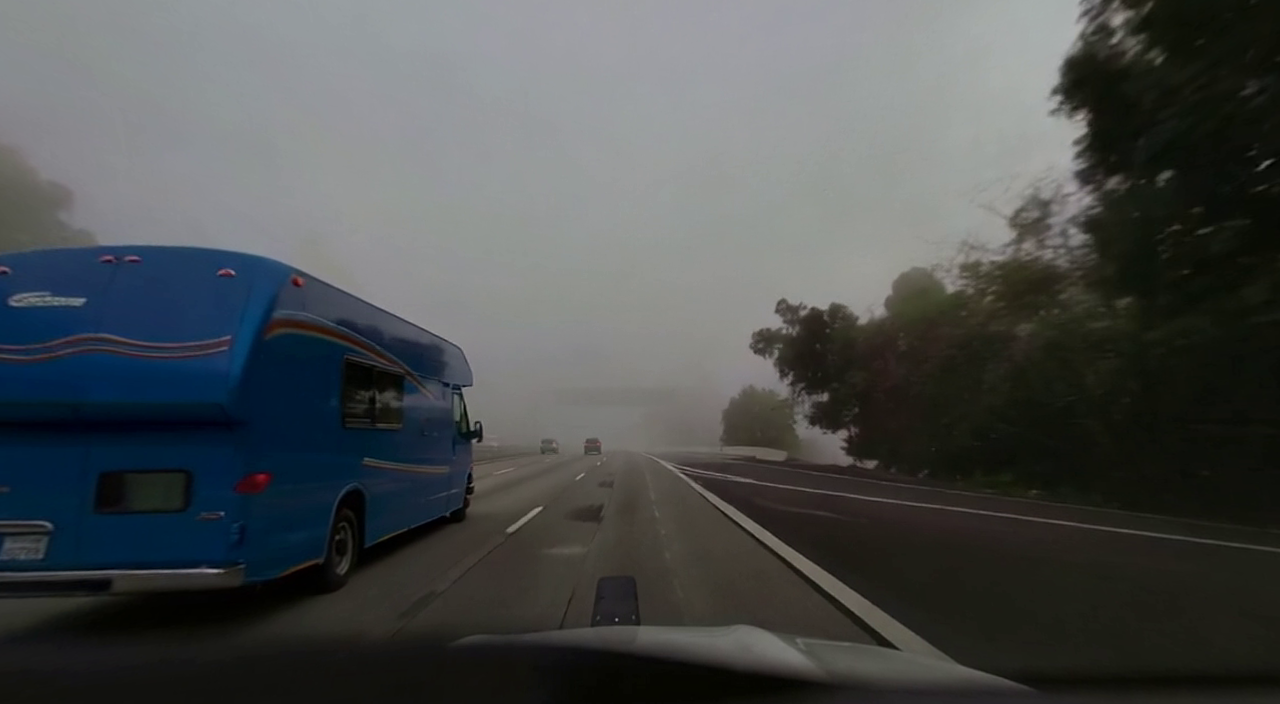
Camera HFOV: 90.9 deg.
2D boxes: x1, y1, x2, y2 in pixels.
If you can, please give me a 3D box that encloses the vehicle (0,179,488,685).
[{"bbox_3d":[-3.971,0.884,7.777,2.676,3.269,7.388,0,-7,-3],"label":"vehicle"}]
